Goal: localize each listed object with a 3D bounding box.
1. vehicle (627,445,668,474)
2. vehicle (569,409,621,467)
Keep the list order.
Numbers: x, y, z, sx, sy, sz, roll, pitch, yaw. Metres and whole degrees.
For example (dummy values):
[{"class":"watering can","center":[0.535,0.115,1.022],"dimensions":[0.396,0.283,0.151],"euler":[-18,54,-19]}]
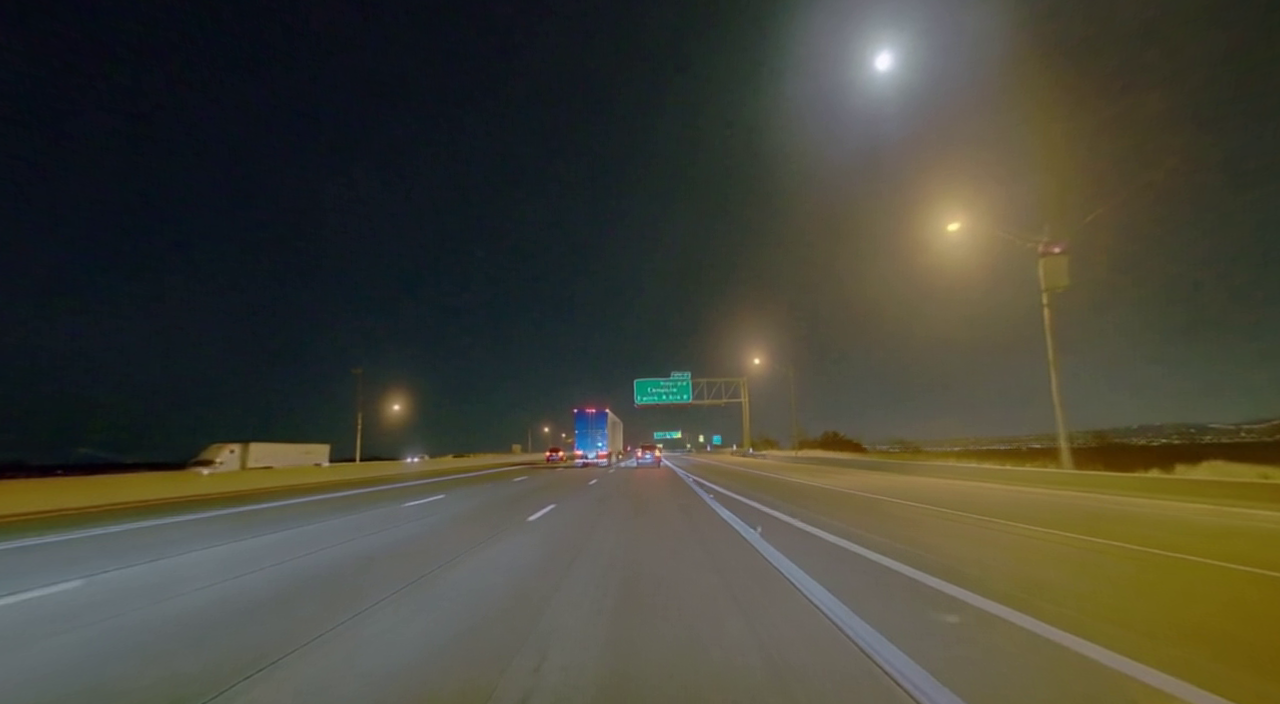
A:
[{"class":"vehicle","center":[0.382,5.775,34.101],"dimensions":[2.066,1.469,4.050],"euler":[0,-9,0]},{"class":"vehicle","center":[-3.259,6.794,49.018],"dimensions":[3.053,3.948,11.288],"euler":[0,-9,1]}]
